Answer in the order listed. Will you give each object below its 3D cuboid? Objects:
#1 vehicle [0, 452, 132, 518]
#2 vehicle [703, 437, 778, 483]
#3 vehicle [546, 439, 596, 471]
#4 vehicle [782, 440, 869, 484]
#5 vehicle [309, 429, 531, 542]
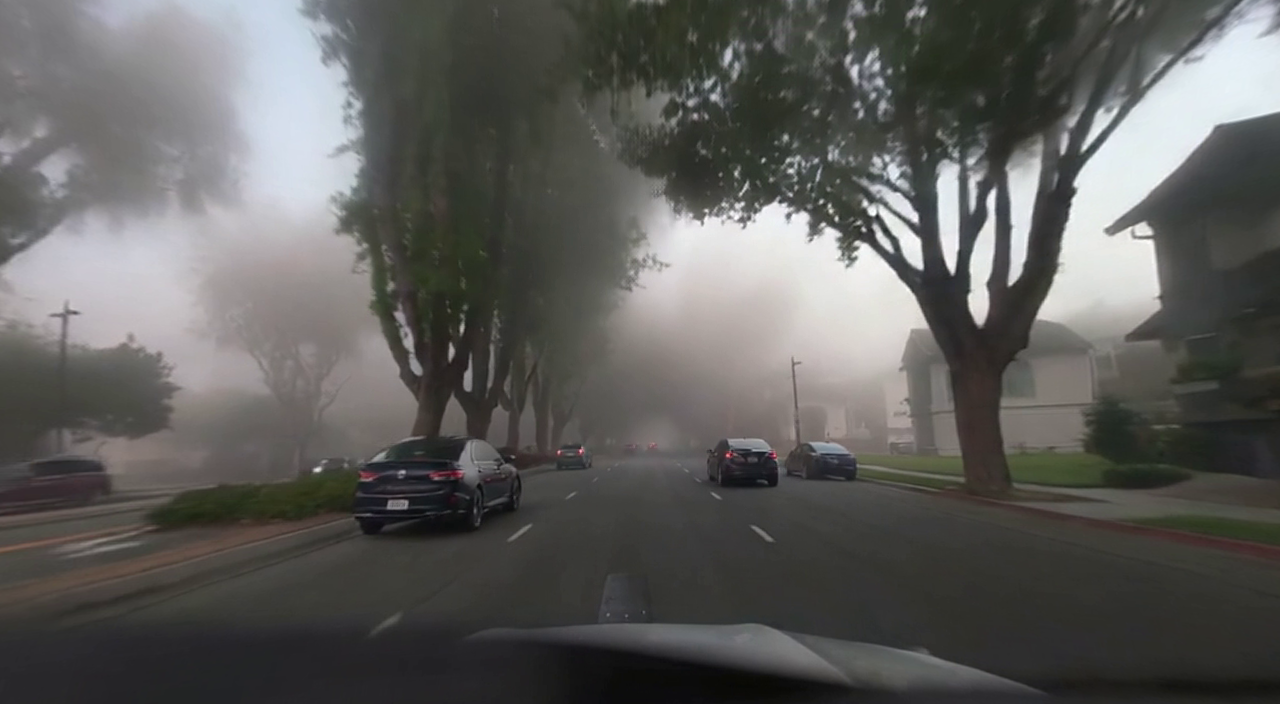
[{"bbox_3d":[-18.907,4.031,19.539,2.033,1.795,5.027,0,-8,0],"label":"vehicle"},{"bbox_3d":[3.565,3.921,23.169,2.010,1.486,4.498,0,-8,0],"label":"vehicle"},{"bbox_3d":[-3.484,5.319,32.737,1.988,1.497,4.404,0,-8,2],"label":"vehicle"},{"bbox_3d":[6.658,3.971,23.119,1.912,1.433,4.265,0,-8,0],"label":"vehicle"},{"bbox_3d":[-3.315,2.096,10.621,2.053,1.480,4.381,0,-8,2],"label":"vehicle"}]
